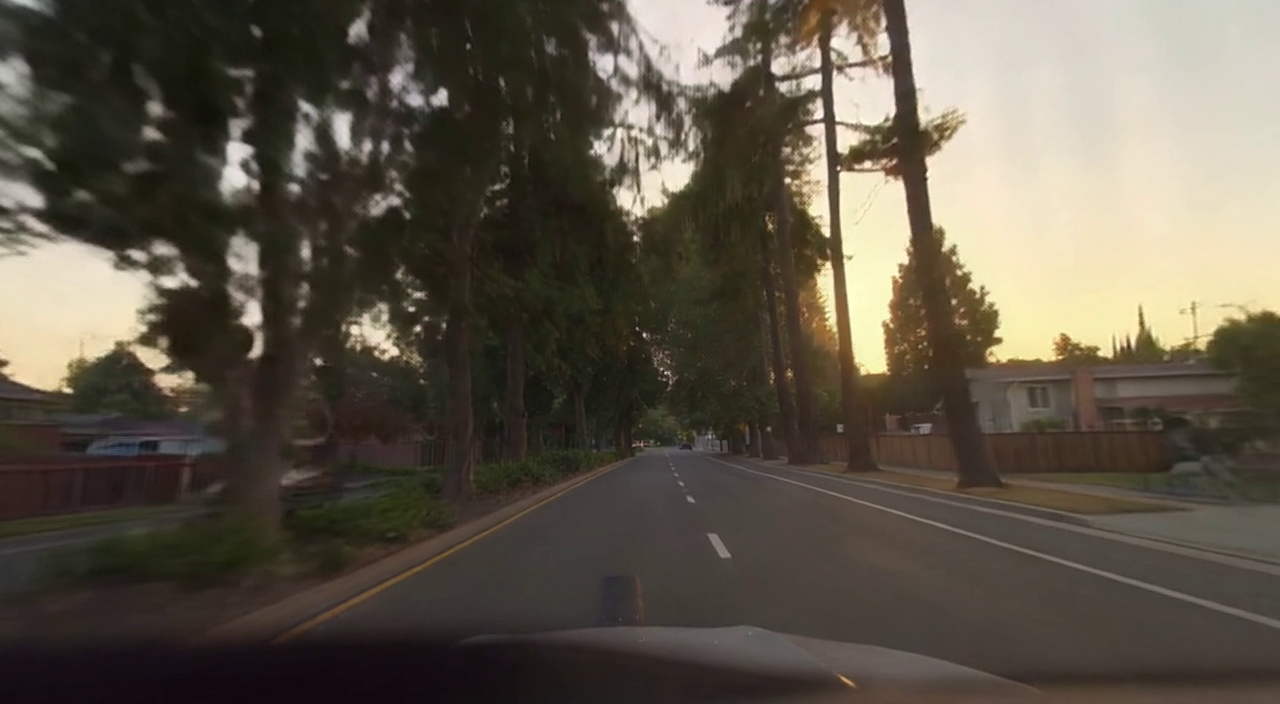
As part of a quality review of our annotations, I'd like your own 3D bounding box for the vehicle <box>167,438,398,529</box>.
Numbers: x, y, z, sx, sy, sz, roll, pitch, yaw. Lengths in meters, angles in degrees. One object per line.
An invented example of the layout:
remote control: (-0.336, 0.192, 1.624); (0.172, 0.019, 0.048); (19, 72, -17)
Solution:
vehicle: (-7.228, 2.668, 13.504); (2.000, 1.570, 4.808); (-1, -8, 2)
